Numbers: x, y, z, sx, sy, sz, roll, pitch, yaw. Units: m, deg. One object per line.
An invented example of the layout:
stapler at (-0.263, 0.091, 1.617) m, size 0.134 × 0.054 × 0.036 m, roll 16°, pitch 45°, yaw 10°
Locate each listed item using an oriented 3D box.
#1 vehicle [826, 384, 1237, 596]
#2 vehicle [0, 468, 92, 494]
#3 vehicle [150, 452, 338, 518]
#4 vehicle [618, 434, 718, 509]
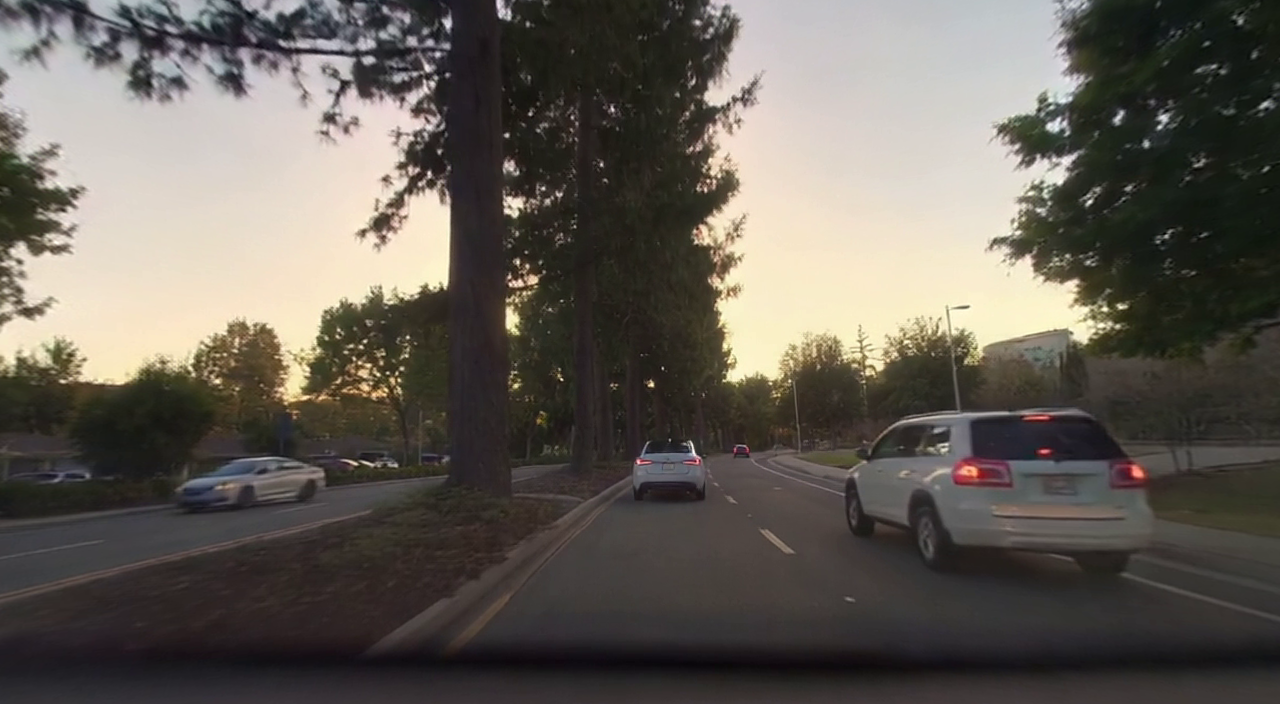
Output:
vehicle at (4.164, 1.569, 8.158) m, size 1.953 × 1.818 × 5.299 m, roll 0°, pitch -8°, yaw 1°
vehicle at (-39.103, 8.459, 41.561) m, size 4.279 × 1.561 × 2.022 m, roll -1°, pitch -8°, yaw 7°
vehicle at (-10.838, 3.630, 17.821) m, size 2.027 × 1.511 × 4.711 m, roll -1°, pitch -8°, yaw 4°
vehicle at (0.735, 2.862, 15.621) m, size 2.154 × 1.585 × 3.997 m, roll -1°, pitch -8°, yaw 4°
